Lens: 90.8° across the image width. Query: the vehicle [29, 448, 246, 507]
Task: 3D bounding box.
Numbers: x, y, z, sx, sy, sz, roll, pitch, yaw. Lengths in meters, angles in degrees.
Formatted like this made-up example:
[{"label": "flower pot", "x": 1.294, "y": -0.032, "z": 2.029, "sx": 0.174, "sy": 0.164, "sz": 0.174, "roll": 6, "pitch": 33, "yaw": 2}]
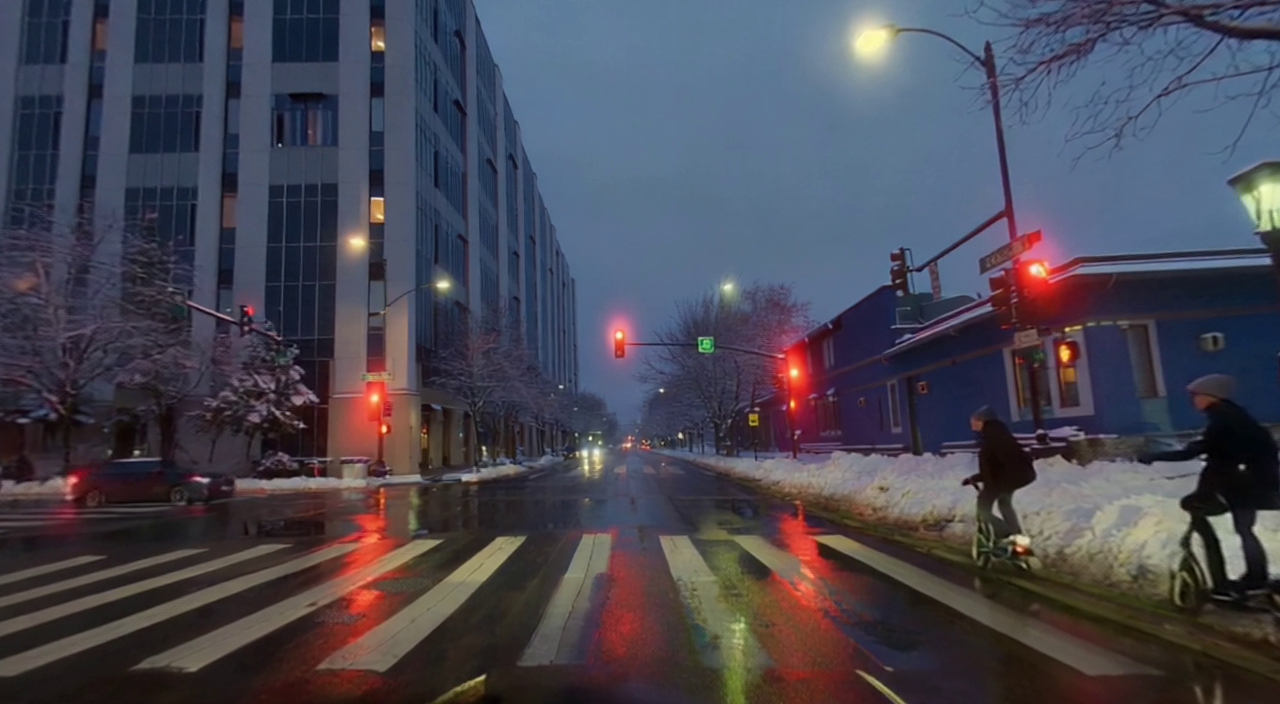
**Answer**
[{"label": "vehicle", "x": -14.993, "y": 3.741, "z": 19.131, "sx": 4.641, "sy": 1.616, "sz": 2.051, "roll": 1, "pitch": -8, "yaw": -6}]
